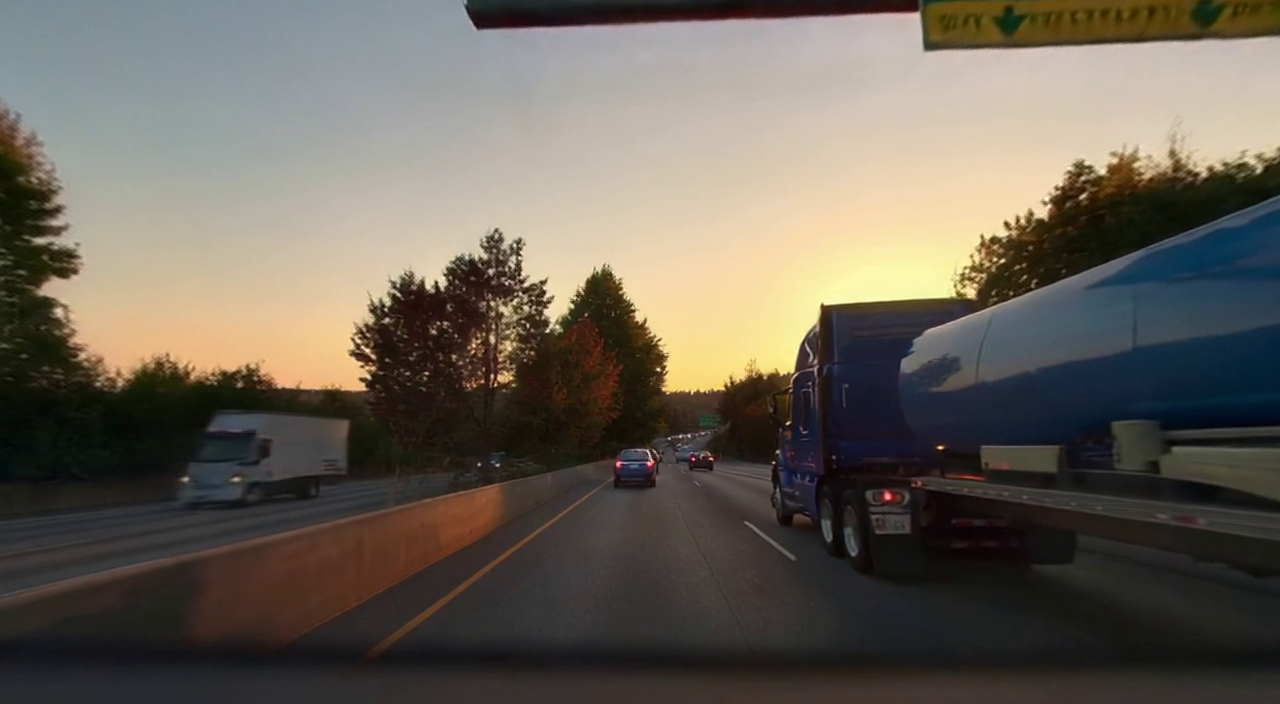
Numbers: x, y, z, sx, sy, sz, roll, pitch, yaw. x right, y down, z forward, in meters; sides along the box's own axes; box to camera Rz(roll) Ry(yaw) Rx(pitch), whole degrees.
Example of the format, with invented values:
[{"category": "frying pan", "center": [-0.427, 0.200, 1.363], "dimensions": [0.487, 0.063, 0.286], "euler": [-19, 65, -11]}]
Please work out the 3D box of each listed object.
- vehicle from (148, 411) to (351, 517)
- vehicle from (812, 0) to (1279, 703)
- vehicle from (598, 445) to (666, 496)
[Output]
[{"category": "vehicle", "center": [-12.148, 3.486, 20.501], "dimensions": [2.375, 2.798, 6.597], "euler": [-2, -8, 0]}, {"category": "vehicle", "center": [3.915, 0.107, 3.322], "dimensions": [2.694, 3.453, 11.641], "euler": [0, -9, 0]}, {"category": "vehicle", "center": [-0.224, 3.835, 20.674], "dimensions": [2.003, 1.490, 3.636], "euler": [0, -9, 0]}]
